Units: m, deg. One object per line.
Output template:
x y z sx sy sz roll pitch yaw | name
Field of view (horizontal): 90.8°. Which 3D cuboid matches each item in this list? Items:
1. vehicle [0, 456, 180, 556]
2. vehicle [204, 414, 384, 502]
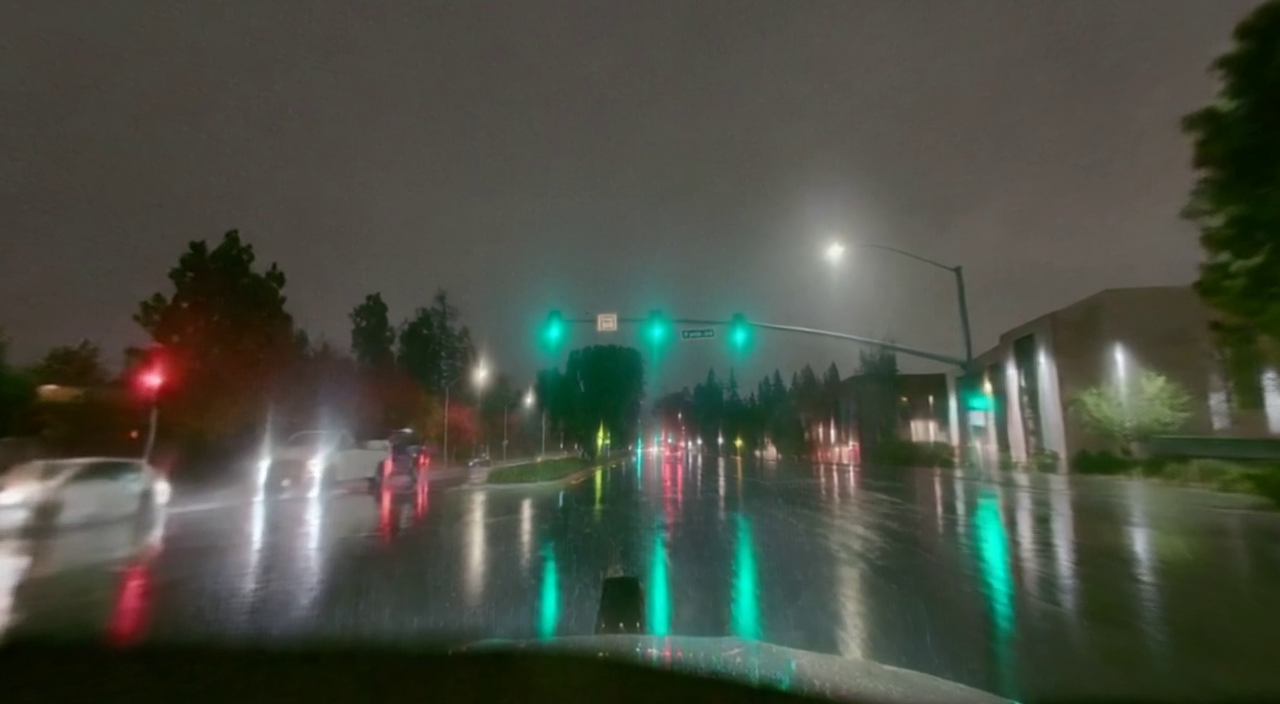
-12.302 3.048 13.153 2.030 1.702 4.488 0 -9 0 | vehicle
-15.696 4.958 29.990 3.028 3.424 9.908 0 -9 -1 | vehicle
